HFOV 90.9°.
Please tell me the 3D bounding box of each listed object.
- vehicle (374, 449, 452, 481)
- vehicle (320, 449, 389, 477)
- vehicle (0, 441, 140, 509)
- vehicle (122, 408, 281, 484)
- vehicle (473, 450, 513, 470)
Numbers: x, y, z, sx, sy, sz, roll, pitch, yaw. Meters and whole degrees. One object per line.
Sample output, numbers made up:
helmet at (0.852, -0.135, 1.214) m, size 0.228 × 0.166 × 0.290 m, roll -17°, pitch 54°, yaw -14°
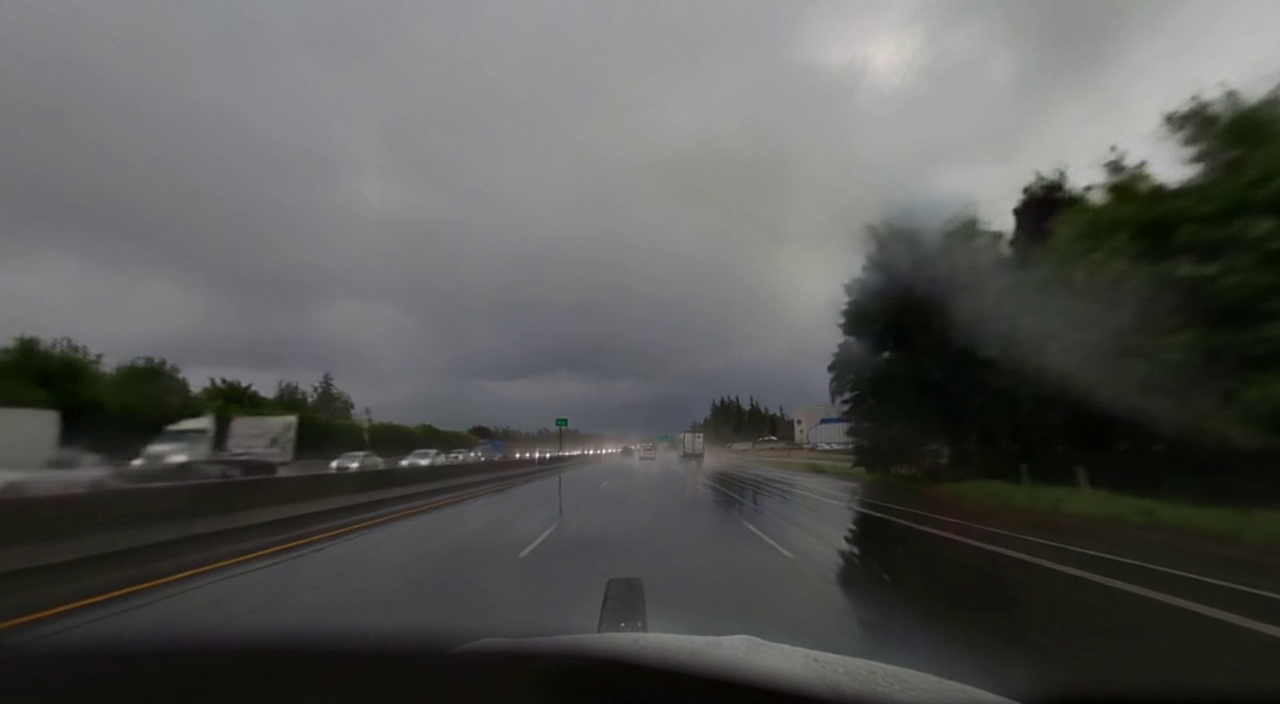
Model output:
vehicle at (-10.906, 5.437, 30.599) m, size 1.953 × 1.442 × 4.571 m, roll -1°, pitch -9°, yaw 2°
vehicle at (-15.795, 6.137, 35.109) m, size 1.908 × 1.460 × 4.013 m, roll -1°, pitch -9°, yaw 1°
vehicle at (-15.927, 3.174, 16.593) m, size 1.881 × 1.593 × 4.370 m, roll 0°, pitch -9°, yaw 0°
vehicle at (-19.861, 4.357, 29.148) m, size 2.453 × 3.116 × 6.439 m, roll -1°, pitch -9°, yaw 2°
vehicle at (-11.018, 8.158, 47.654) m, size 1.847 × 1.440 × 4.488 m, roll -1°, pitch -9°, yaw 1°
